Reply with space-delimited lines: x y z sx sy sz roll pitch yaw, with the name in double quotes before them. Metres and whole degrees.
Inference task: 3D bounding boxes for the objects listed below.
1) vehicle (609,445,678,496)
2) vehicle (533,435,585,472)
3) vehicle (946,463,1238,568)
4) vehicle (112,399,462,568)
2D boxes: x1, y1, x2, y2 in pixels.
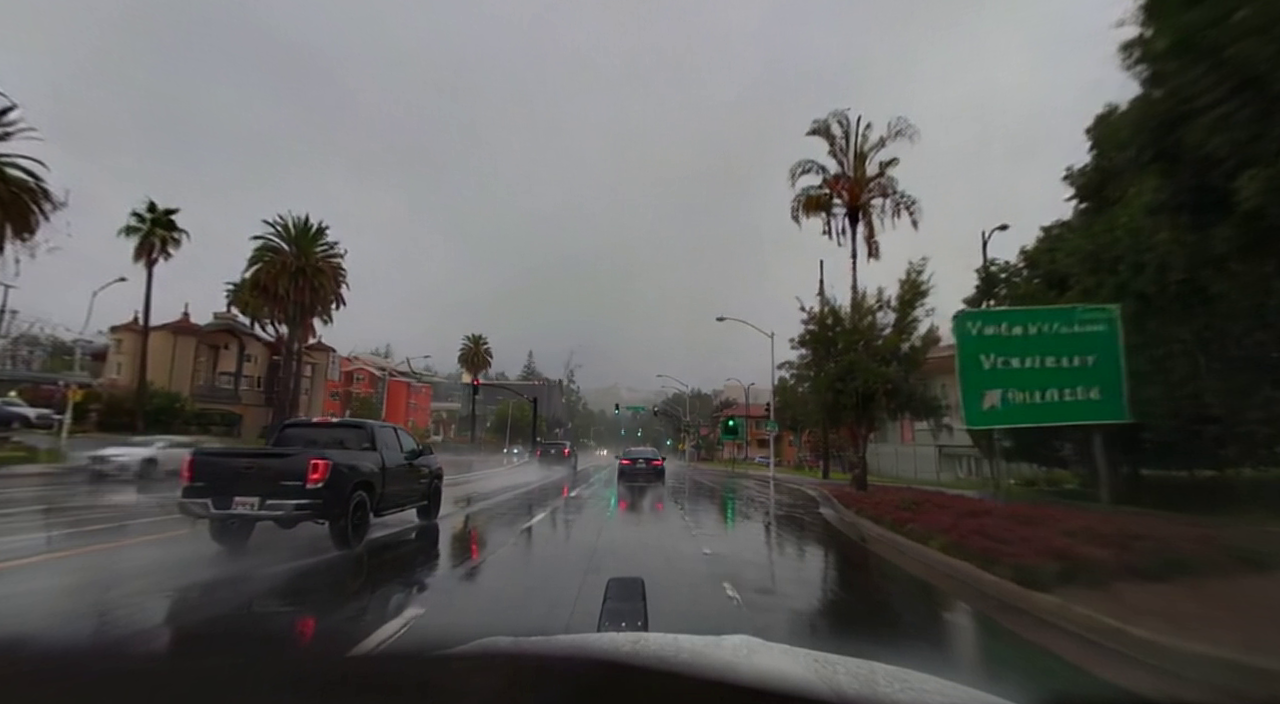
"vehicle" 0.096 3.982 21.553 2.122 1.562 4.152 0 -9 0
"vehicle" -4.957 6.322 39.290 2.447 2.062 5.911 0 -9 0
"vehicle" 6.944 2.508 10.265 2.949 1.209 3.070 -1 -9 16
"vehicle" -4.894 1.953 10.270 2.187 1.904 6.103 0 -9 0
